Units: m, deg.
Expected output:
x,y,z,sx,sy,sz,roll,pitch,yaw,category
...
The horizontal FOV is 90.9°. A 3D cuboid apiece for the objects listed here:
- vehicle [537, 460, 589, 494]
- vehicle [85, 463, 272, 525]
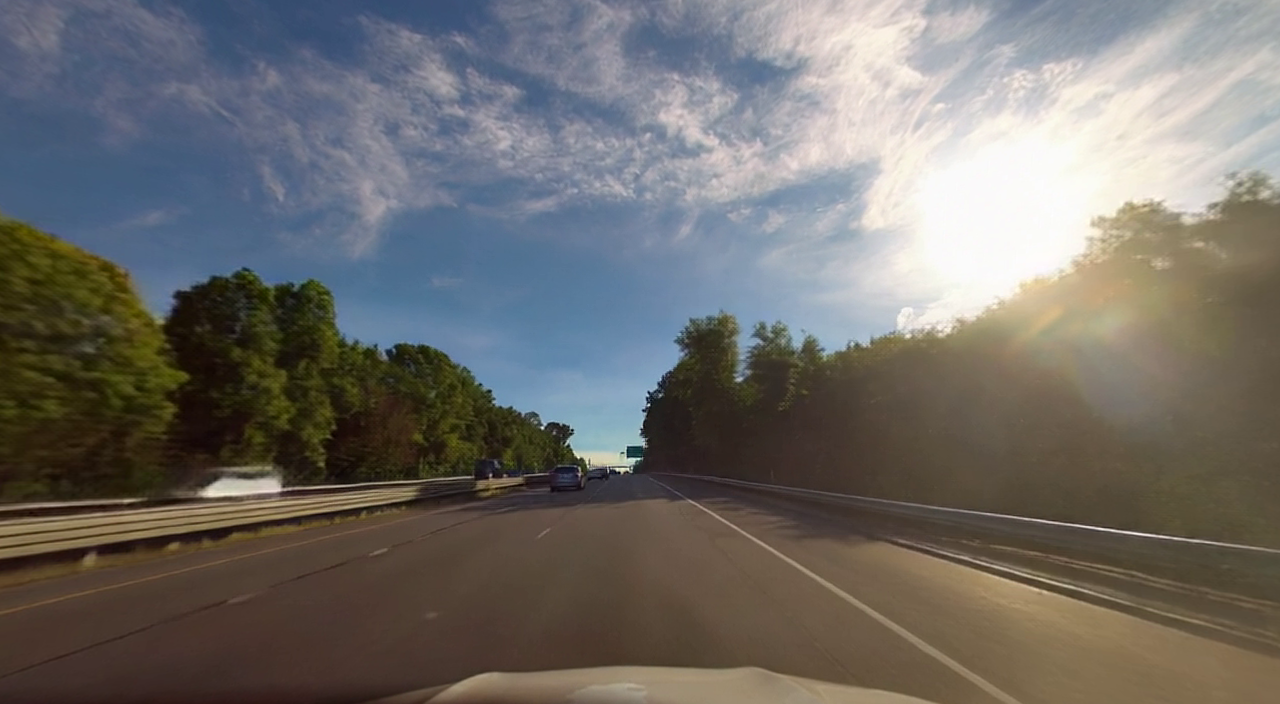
x,y,z,sx,sy,sz,roll,pitch,yaw,category
-3.829,6.359,32.182,2.068,1.592,4.479,1,-10,0,vehicle
-13.037,4.020,18.264,1.942,1.515,4.576,1,-10,0,vehicle
